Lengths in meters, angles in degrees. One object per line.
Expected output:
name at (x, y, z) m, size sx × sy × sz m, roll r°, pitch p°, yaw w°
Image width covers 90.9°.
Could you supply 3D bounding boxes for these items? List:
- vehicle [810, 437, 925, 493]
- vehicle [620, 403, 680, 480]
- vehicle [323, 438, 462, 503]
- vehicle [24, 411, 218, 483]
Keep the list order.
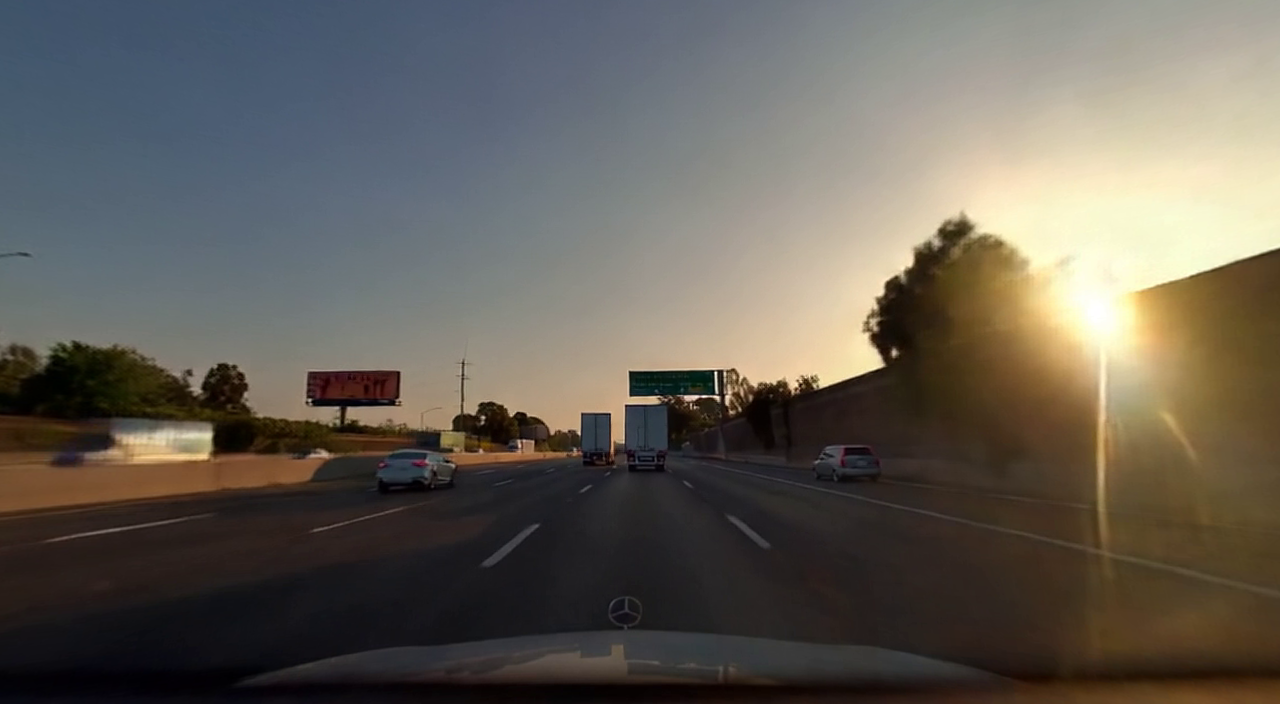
vehicle at (7.073, 3.537, 20.133) m, size 1.969 × 1.560 × 4.394 m, roll 0°, pitch -8°, yaw -1°
vehicle at (0.473, 5.278, 38.943) m, size 3.054 × 3.944 × 11.230 m, roll -1°, pitch -6°, yaw -1°
vehicle at (-6.728, 3.247, 17.835) m, size 1.992 × 1.547 × 4.673 m, roll 0°, pitch -8°, yaw 1°
vehicle at (-25.456, 4.746, 31.689) m, size 2.903 × 3.092 × 7.885 m, roll -1°, pitch -8°, yaw 1°
